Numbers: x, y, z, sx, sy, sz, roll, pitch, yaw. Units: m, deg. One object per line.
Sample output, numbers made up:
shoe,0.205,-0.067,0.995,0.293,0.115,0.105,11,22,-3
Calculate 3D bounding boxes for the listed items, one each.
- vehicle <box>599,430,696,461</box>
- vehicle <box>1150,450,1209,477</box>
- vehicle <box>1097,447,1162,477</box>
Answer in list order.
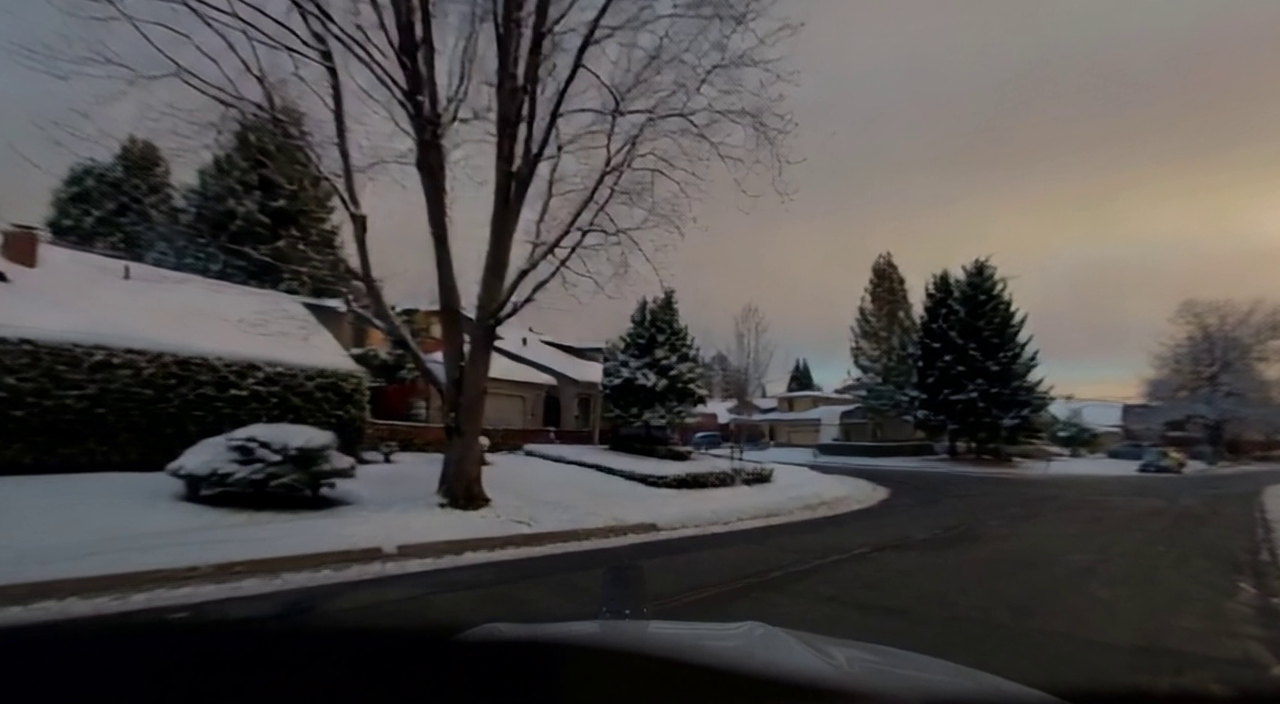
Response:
vehicle,0.442,4.954,33.369,5.089,1.517,1.791,7,-12,-38
vehicle,37.927,7.816,44.248,4.560,1.749,2.058,6,-12,-38
vehicle,31.027,6.963,39.906,4.700,1.752,2.180,7,-13,-41
